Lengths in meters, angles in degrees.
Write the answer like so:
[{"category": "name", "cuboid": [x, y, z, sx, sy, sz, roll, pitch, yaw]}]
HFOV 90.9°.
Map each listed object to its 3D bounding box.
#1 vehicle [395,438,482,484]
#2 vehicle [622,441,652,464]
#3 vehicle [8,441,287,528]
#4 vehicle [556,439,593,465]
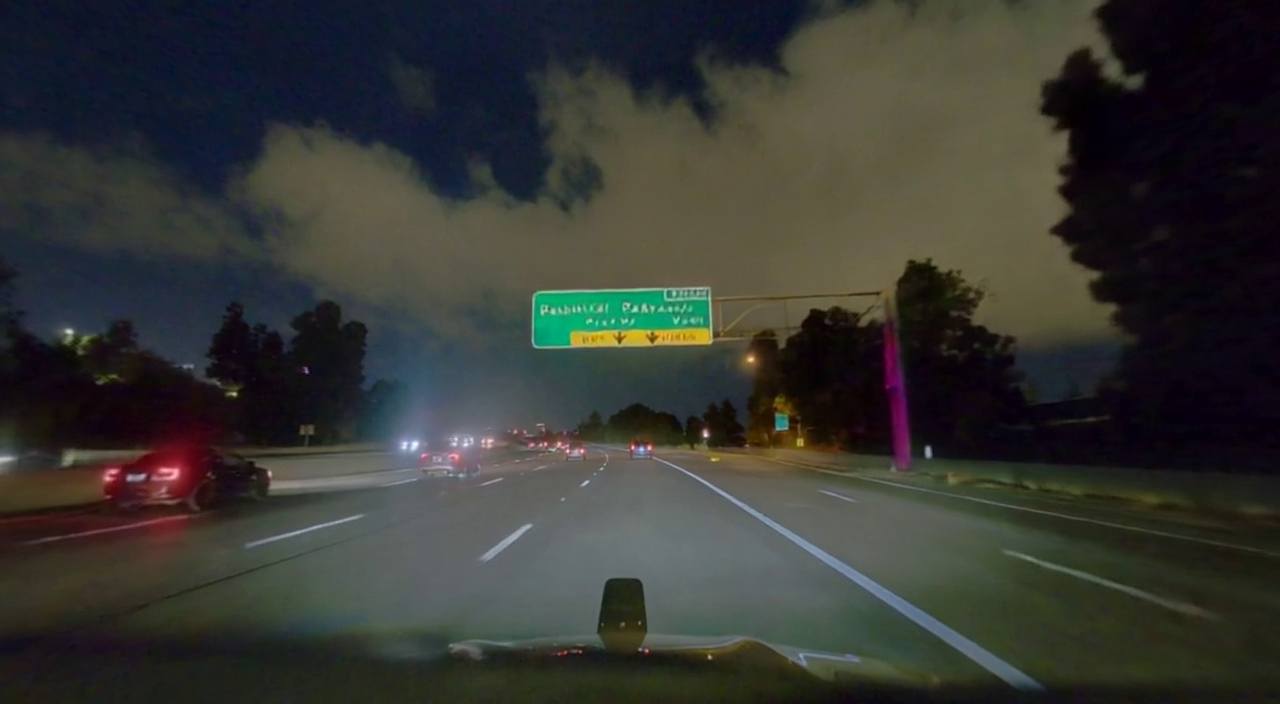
[{"category": "vehicle", "cuboid": [-7.795, 4.235, 24.849, 2.086, 1.628, 4.039, 0, -9, 0]}, {"category": "vehicle", "cuboid": [-0.233, 6.688, 41.951, 1.881, 1.460, 3.694, 0, -9, -1]}, {"category": "vehicle", "cuboid": [-9.833, 2.644, 13.335, 1.935, 1.474, 5.033, 0, -9, -2]}, {"category": "vehicle", "cuboid": [-4.245, 6.565, 41.569, 1.991, 1.610, 4.606, 0, -9, -1]}]
